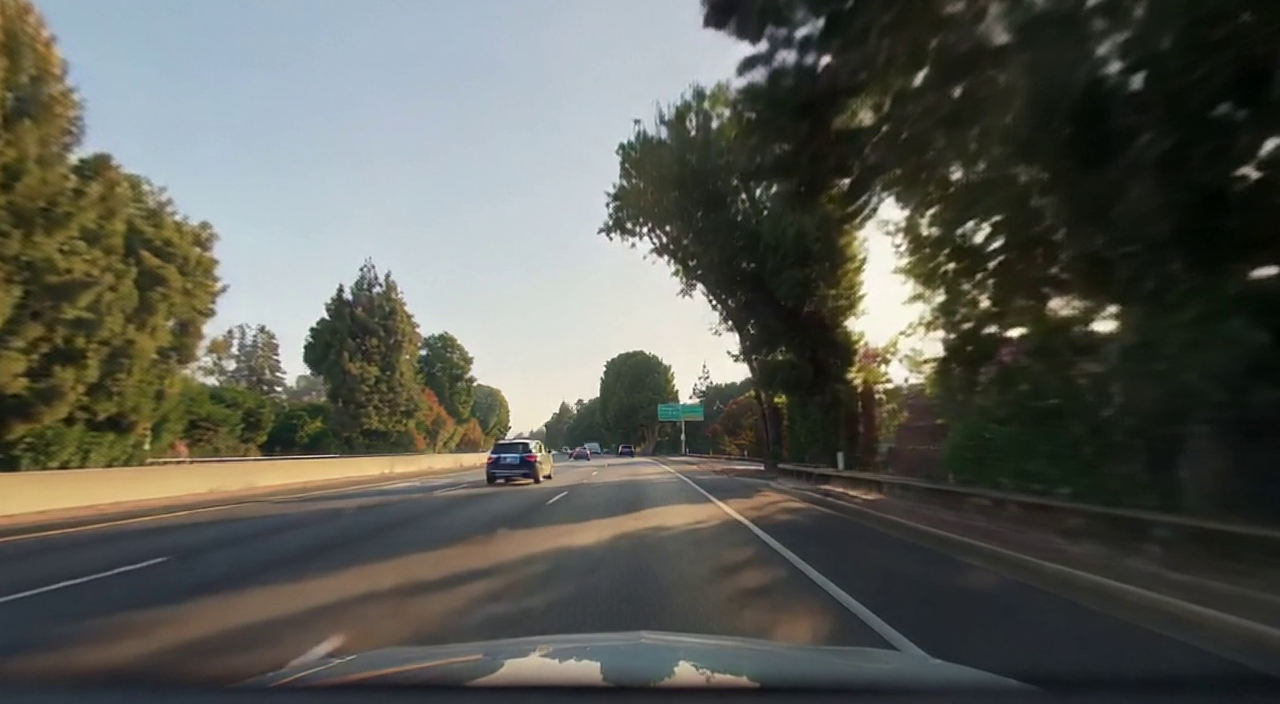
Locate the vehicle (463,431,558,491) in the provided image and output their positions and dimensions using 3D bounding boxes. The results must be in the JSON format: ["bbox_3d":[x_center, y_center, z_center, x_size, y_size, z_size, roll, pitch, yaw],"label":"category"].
[{"bbox_3d":[-4.072,3.498,20.666,2.162,1.724,4.537,0,-8,0],"label":"vehicle"}]
